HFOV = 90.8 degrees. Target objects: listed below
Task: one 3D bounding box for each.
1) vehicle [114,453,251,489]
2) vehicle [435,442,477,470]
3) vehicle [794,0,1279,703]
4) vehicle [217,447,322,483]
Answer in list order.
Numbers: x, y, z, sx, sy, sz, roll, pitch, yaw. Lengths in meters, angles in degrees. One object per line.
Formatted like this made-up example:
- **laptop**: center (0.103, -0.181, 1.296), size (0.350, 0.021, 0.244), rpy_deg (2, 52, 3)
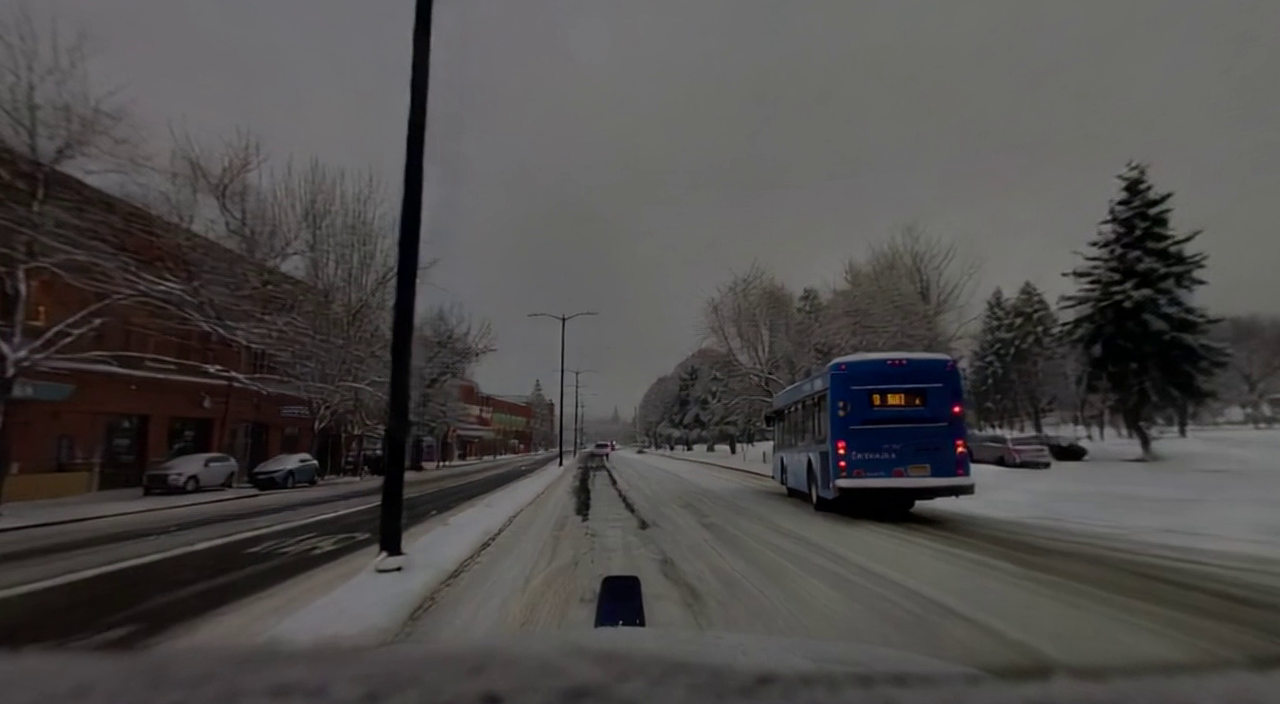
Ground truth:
- **vehicle**: center (-20.777, 5.412, 28.923), size (4.592, 1.474, 1.880), rpy_deg (3, -9, -17)
- **vehicle**: center (-14.138, 7.966, 48.811), size (2.084, 2.027, 4.557), rpy_deg (0, -8, -3)
- **vehicle**: center (4.187, 0.251, 4.244), size (3.194, 3.345, 12.428), rpy_deg (0, -8, 0)
- **vehicle**: center (-19.776, 6.032, 33.872), size (4.392, 1.800, 1.902), rpy_deg (0, -8, 1)
